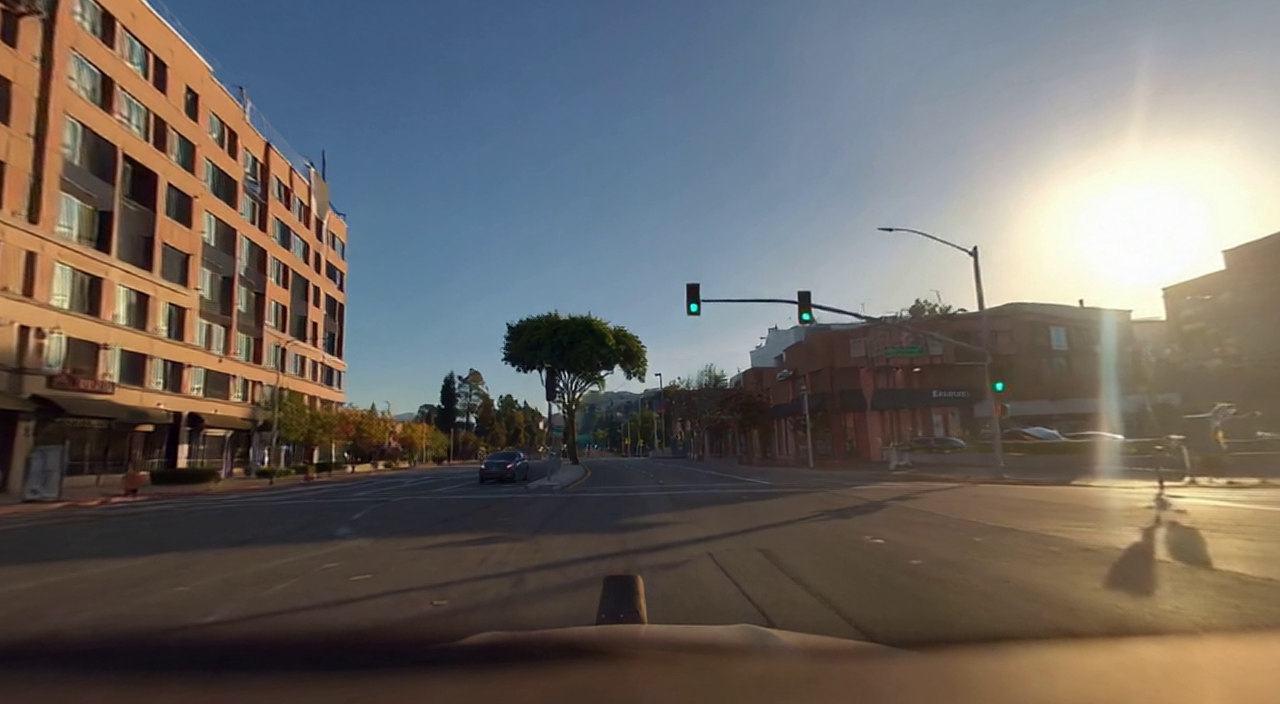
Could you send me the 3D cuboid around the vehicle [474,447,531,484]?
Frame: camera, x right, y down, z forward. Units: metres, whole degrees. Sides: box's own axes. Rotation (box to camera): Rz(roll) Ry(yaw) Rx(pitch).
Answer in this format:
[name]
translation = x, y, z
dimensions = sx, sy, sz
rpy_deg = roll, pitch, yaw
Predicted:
[vehicle]
translation = -6.221, 5.139, 28.994
dimensions = 1.894, 1.474, 4.332
rpy_deg = 0, -8, -3
